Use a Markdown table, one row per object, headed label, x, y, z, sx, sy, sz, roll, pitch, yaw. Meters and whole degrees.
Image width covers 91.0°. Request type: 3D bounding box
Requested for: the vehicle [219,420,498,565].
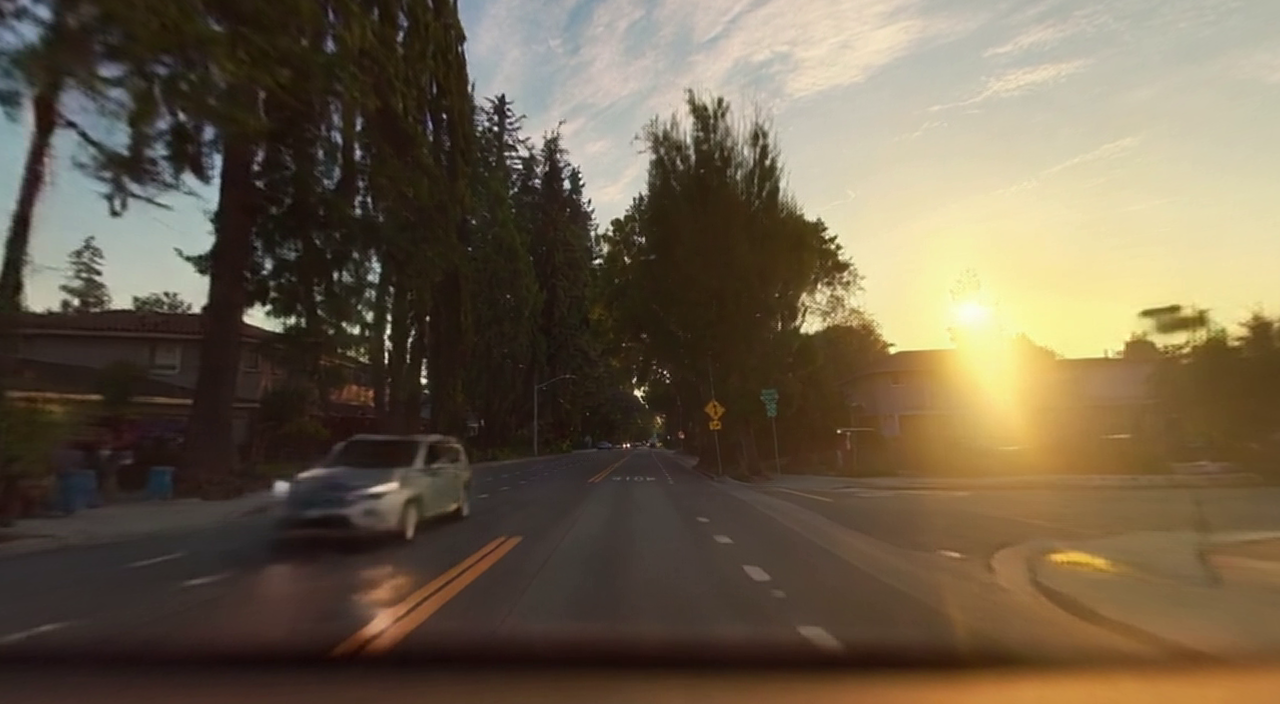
| label | x | y | z | sx | sy | sz | roll | pitch | yaw |
| --- | --- | --- | --- | --- | --- | --- | --- | --- | --- |
| vehicle | -4.043 | 2.111 | 10.299 | 2.267 | 1.768 | 4.911 | 0 | -9 | 0 |
